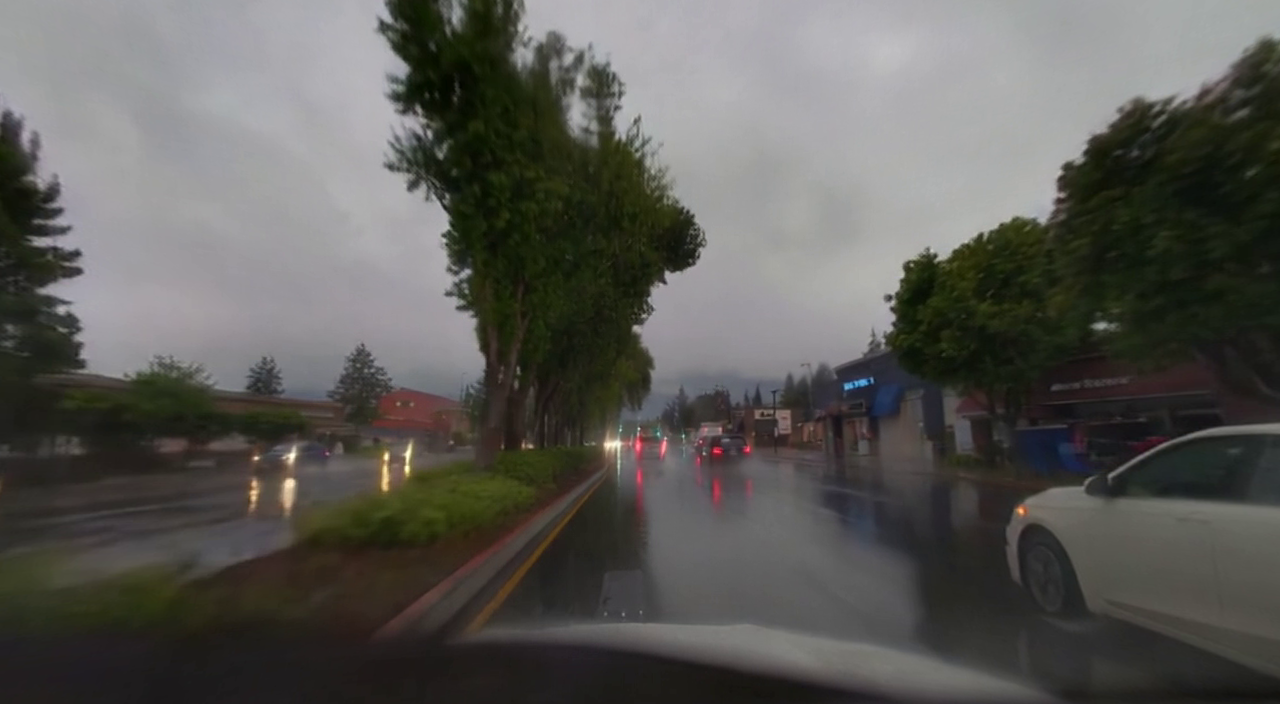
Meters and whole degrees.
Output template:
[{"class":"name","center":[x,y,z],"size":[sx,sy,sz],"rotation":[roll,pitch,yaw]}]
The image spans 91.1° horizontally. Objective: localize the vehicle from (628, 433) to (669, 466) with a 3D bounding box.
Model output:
[{"class":"vehicle","center":[0.408,5.317,34.378],"size":[2.098,1.682,3.778],"rotation":[0,-9,0]}]

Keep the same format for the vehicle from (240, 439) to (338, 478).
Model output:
[{"class":"vehicle","center":[-18.943,5.753,34.236],"size":[2.488,1.752,4.991],"rotation":[-3,-7,1]}]

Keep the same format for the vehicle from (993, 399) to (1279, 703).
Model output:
[{"class":"vehicle","center":[3.894,0.952,2.868],"size":[1.908,1.463,4.506],"rotation":[0,-9,0]}]

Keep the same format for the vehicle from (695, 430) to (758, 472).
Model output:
[{"class":"vehicle","center":[3.716,4.383,27.793],"size":[2.115,1.692,4.189],"rotation":[0,-9,-1]}]
